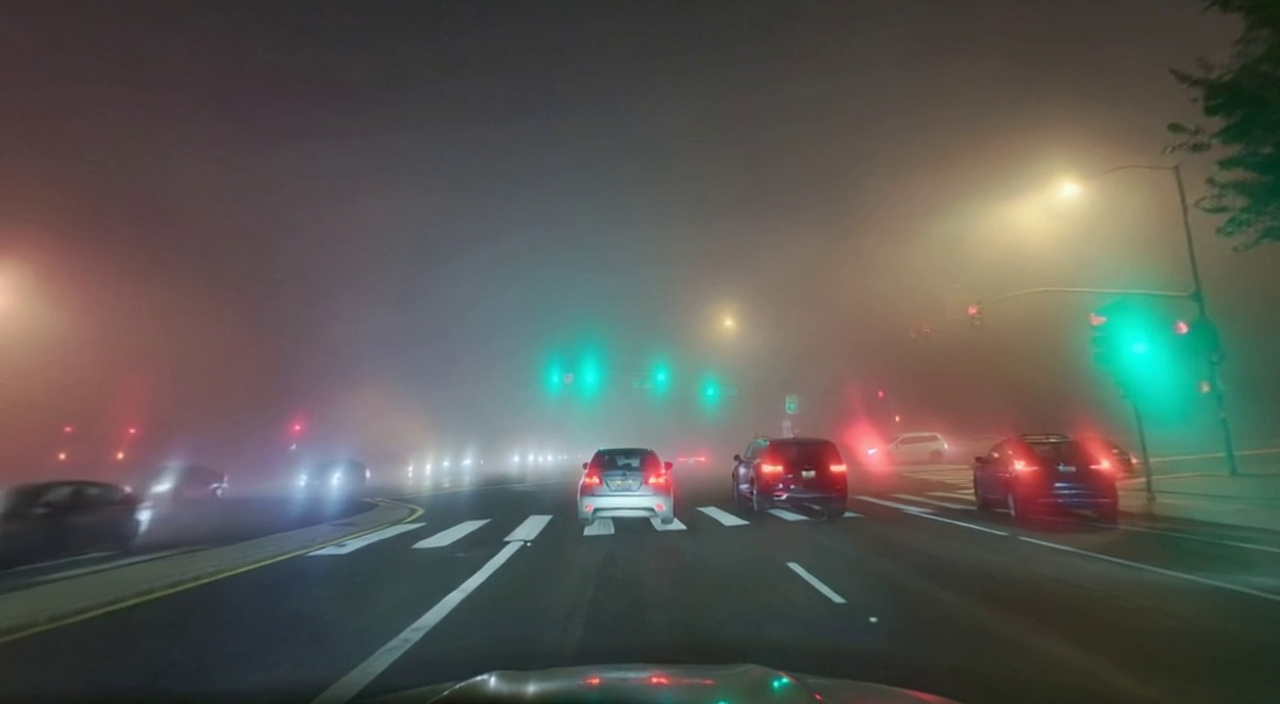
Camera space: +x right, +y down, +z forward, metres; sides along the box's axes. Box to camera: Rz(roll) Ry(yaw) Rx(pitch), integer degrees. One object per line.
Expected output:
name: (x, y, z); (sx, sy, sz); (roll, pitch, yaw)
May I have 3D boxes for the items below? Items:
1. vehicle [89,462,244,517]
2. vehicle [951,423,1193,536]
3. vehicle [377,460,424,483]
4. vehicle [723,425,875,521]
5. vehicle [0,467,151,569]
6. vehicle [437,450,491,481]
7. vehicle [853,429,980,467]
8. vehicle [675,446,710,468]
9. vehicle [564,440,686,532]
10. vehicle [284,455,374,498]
vehicle: (-18.218, 5.275, 24.678); (2.437, 1.777, 4.578); (0, -8, 1)
vehicle: (7.916, 2.340, 12.242); (2.039, 1.760, 4.319); (-1, -9, 8)
vehicle: (-18.222, 9.098, 48.290); (1.840, 1.511, 4.229); (0, -8, 1)
vehicle: (3.294, 2.607, 14.207); (2.107, 1.773, 4.557); (0, -8, -2)
vehicle: (-11.645, 2.968, 11.473); (1.992, 1.562, 4.361); (0, -8, 0)
vehicle: (-11.133, 7.175, 40.274); (2.078, 1.795, 4.636); (0, -8, 0)
vehicle: (15.154, 5.327, 35.062); (6.013, 2.030, 2.461); (-2, -9, 12)
vehicle: (3.770, 7.614, 45.963); (2.123, 1.455, 4.318); (0, -8, -1)
vehicle: (-0.277, 2.523, 12.537); (2.034, 1.500, 3.966); (0, -8, -1)
vehicle: (-14.812, 5.936, 30.434); (1.908, 1.797, 4.620); (0, -8, 1)
